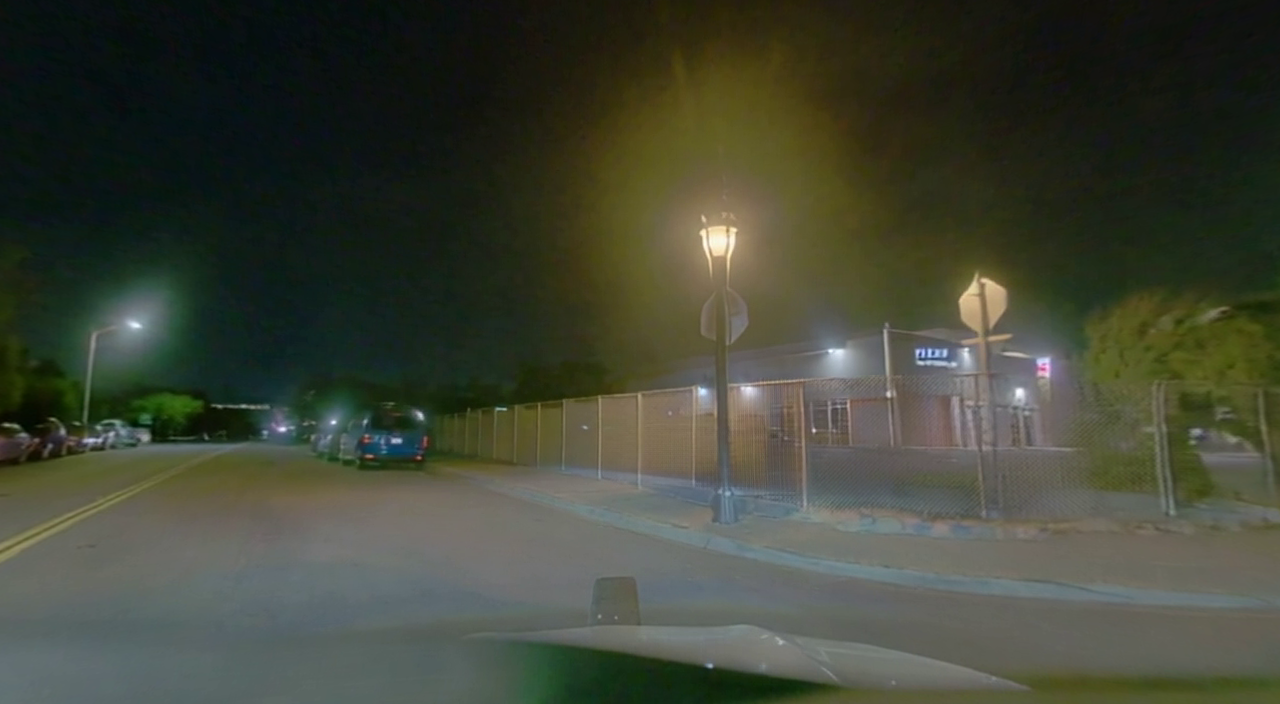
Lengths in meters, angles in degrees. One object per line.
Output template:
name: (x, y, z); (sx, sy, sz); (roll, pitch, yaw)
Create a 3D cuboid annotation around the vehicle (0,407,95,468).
vehicle: (-21.833, 3.099, 22.713); (2.304, 1.937, 5.720); (5, -10, -30)

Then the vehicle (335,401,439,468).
vehicle: (-9.091, 2.967, 22.335); (2.327, 2.021, 5.850); (5, -10, -31)

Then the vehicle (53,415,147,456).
vehicle: (-27.453, 4.337, 32.399); (2.504, 1.919, 5.658); (5, -10, -29)
